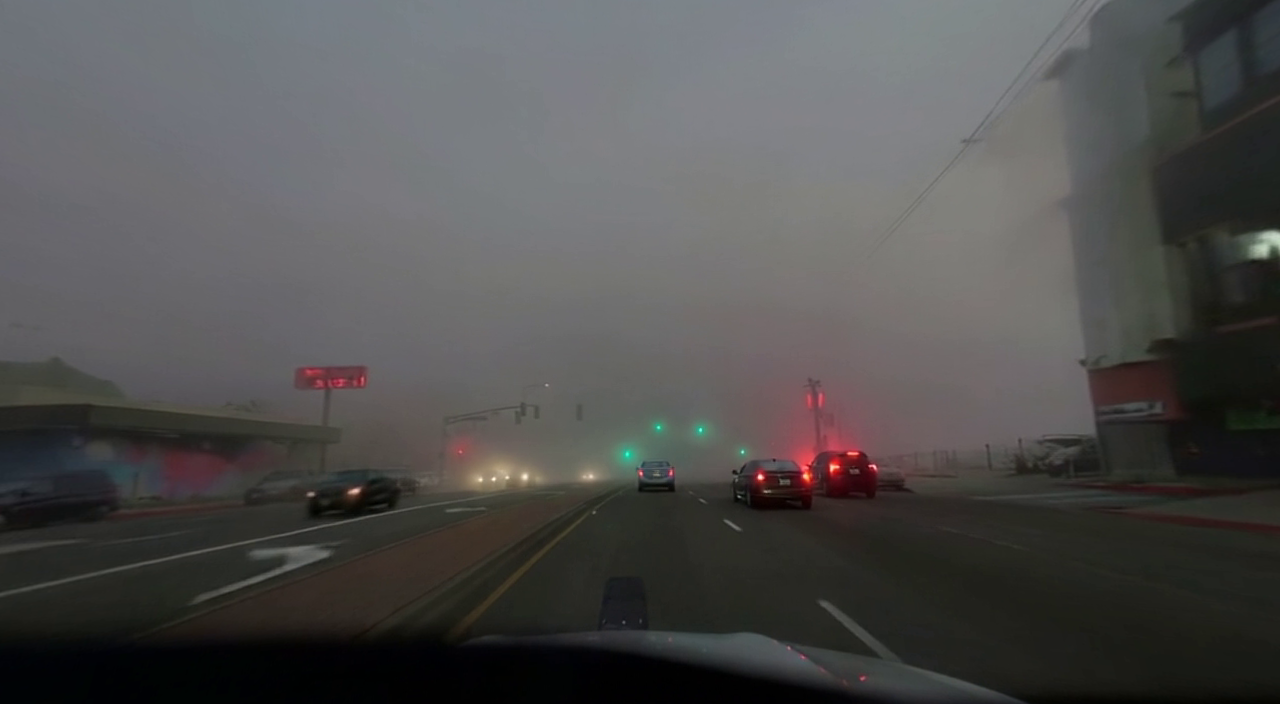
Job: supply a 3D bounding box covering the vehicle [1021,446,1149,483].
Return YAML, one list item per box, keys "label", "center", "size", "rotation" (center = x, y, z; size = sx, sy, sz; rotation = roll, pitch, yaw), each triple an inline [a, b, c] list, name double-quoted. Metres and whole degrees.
- label: "vehicle"
  center: [22.184, 5.628, 31.595]
  size: [4.718, 1.628, 2.008]
  rotation: [-3, -8, 5]

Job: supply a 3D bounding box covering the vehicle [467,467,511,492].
- label: "vehicle"
  center: [-11.655, 9.806, 48.865]
  size: [2.183, 1.674, 4.481]
  rotation: [0, -8, 1]

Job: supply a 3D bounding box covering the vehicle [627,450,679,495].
- label: "vehicle"
  center: [0.615, 5.437, 28.891]
  size: [2.210, 1.861, 4.280]
  rotation: [0, -8, 1]

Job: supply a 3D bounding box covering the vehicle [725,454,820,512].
- label: "vehicle"
  center: [3.912, 3.927, 19.478]
  size: [1.963, 1.484, 4.609]
  rotation: [0, -8, 0]

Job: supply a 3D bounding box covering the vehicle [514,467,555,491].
- label: "vehicle"
  center: [-7.613, 9.216, 45.942]
  size: [2.078, 1.465, 4.632]
  rotation: [0, -8, 1]

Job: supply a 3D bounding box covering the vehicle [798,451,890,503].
- label: "vehicle"
  center: [7.551, 4.631, 23.822]
  size: [2.040, 1.738, 4.414]
  rotation: [0, -8, 1]

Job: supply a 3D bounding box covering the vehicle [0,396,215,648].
- label: "vehicle"
  center: [-5.343, 1.142, 4.021]
  size: [2.180, 1.646, 4.467]
  rotation: [-2, -10, -1]

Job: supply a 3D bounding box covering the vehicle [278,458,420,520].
- label: "vehicle"
  center: [-8.583, 4.056, 19.176]
  size: [1.906, 1.519, 4.797]
  rotation: [0, -8, 2]
